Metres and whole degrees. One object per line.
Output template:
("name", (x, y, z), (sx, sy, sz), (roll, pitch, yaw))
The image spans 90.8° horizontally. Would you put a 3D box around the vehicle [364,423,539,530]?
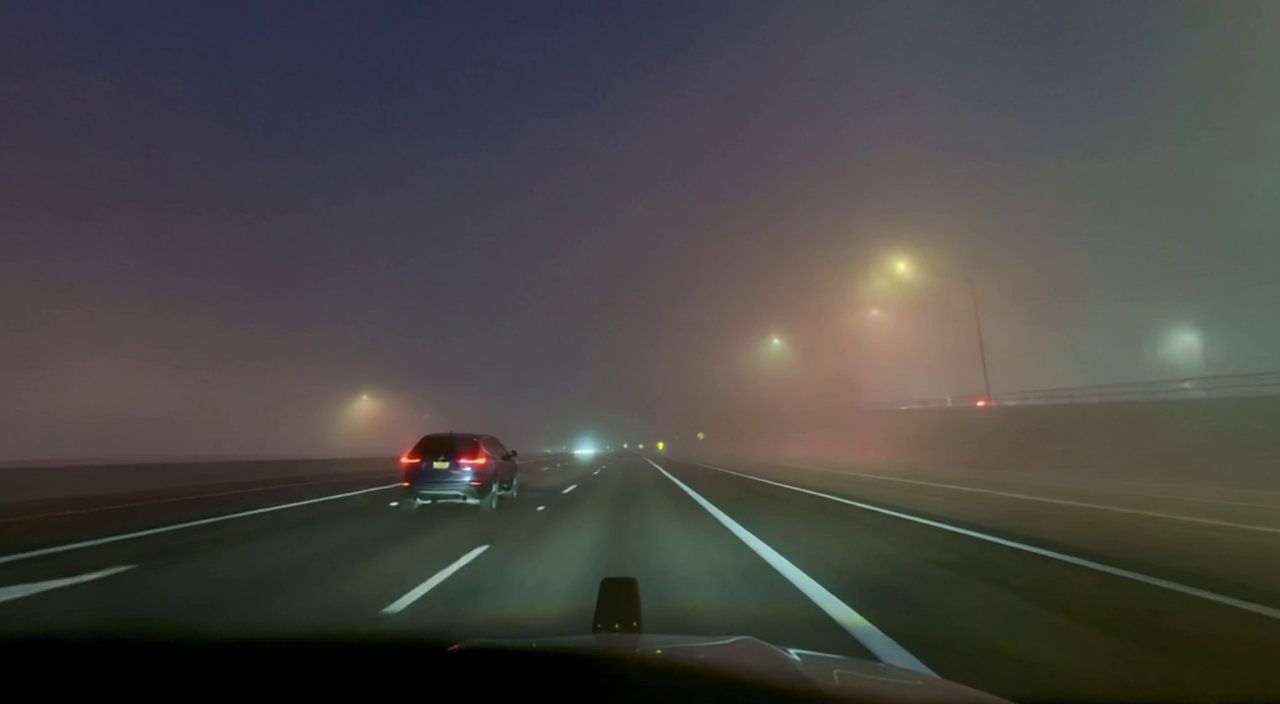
("vehicle", (-3.400, 2.339, 12.451), (2.178, 1.699, 4.321), (0, -8, -1))
